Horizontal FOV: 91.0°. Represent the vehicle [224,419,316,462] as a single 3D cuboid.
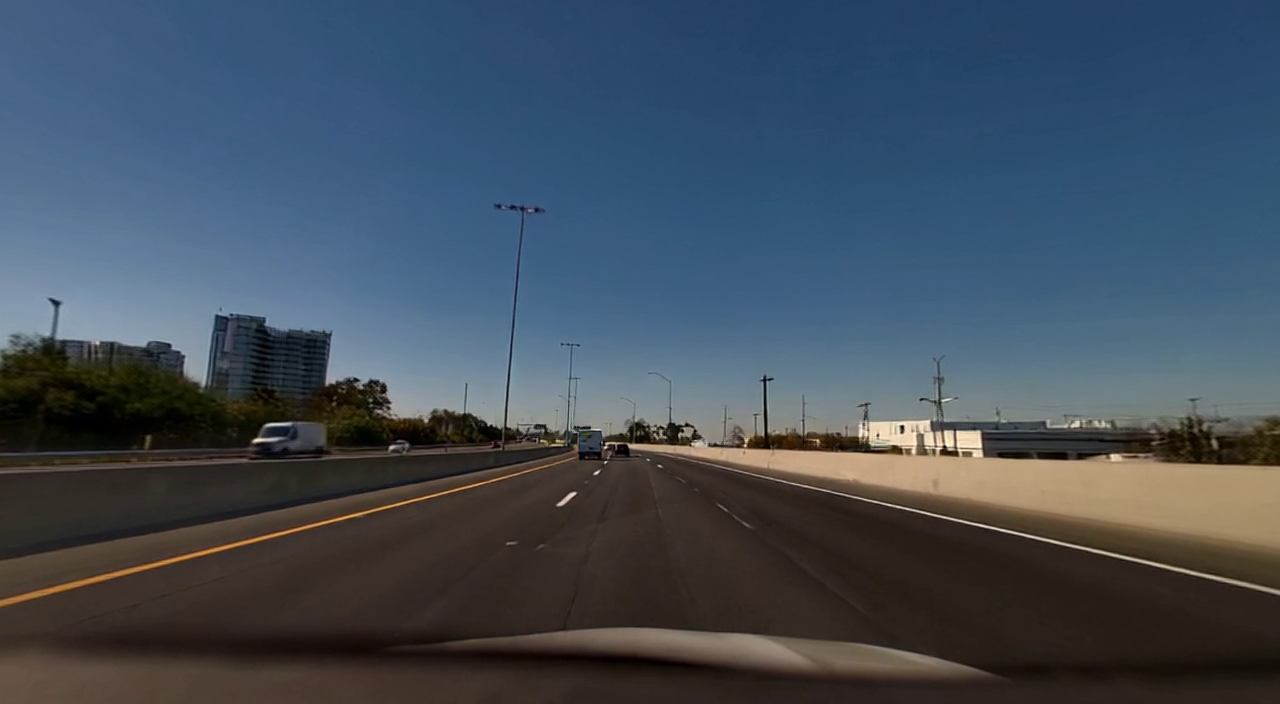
[{"bbox_3d":[-25.367,6.154,43.608,2.363,2.699,6.591,0,-9,-1],"label":"vehicle"}]
